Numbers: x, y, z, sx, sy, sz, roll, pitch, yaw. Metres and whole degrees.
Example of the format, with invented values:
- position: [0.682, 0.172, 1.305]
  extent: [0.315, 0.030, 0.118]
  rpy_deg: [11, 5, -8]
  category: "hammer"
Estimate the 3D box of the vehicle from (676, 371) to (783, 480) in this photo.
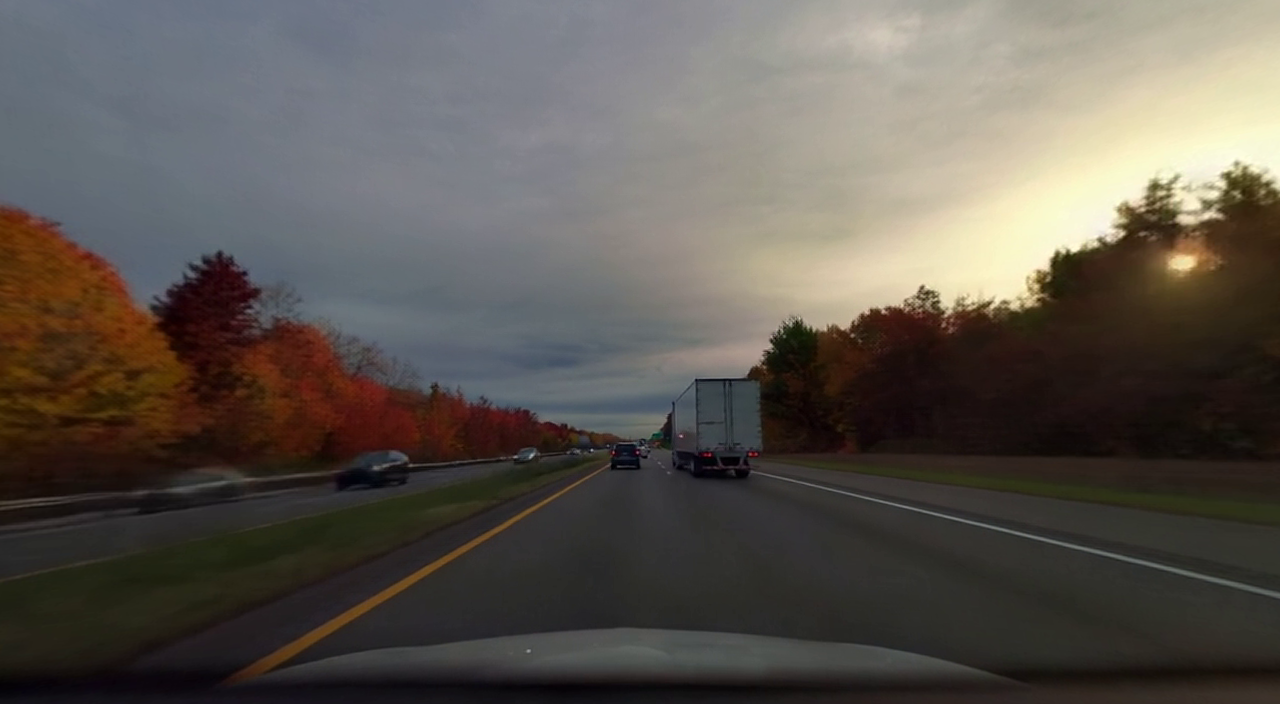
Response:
- position: [3.744, 3.774, 30.453]
  extent: [3.068, 4.042, 13.787]
  rpy_deg: [0, -9, 0]
  category: "vehicle"

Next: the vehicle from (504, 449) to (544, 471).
- position: [-8.314, 7.766, 45.300]
  extent: [2.049, 1.525, 4.396]
  rpy_deg: [-1, -9, 1]
  category: "vehicle"

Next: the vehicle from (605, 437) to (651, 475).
- position: [-0.554, 5.167, 31.283]
  extent: [2.151, 1.693, 4.201]
  rpy_deg: [-1, -9, 0]
  category: "vehicle"

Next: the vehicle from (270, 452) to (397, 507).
- position: [-9.809, 4.075, 20.523]
  extent: [1.897, 1.536, 4.395]
  rpy_deg: [-1, -9, 0]
  category: "vehicle"

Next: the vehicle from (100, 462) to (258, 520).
- position: [-13.985, 4.206, 19.363]
  extent: [1.845, 1.470, 3.987]
  rpy_deg: [-1, -9, 0]
  category: "vehicle"
